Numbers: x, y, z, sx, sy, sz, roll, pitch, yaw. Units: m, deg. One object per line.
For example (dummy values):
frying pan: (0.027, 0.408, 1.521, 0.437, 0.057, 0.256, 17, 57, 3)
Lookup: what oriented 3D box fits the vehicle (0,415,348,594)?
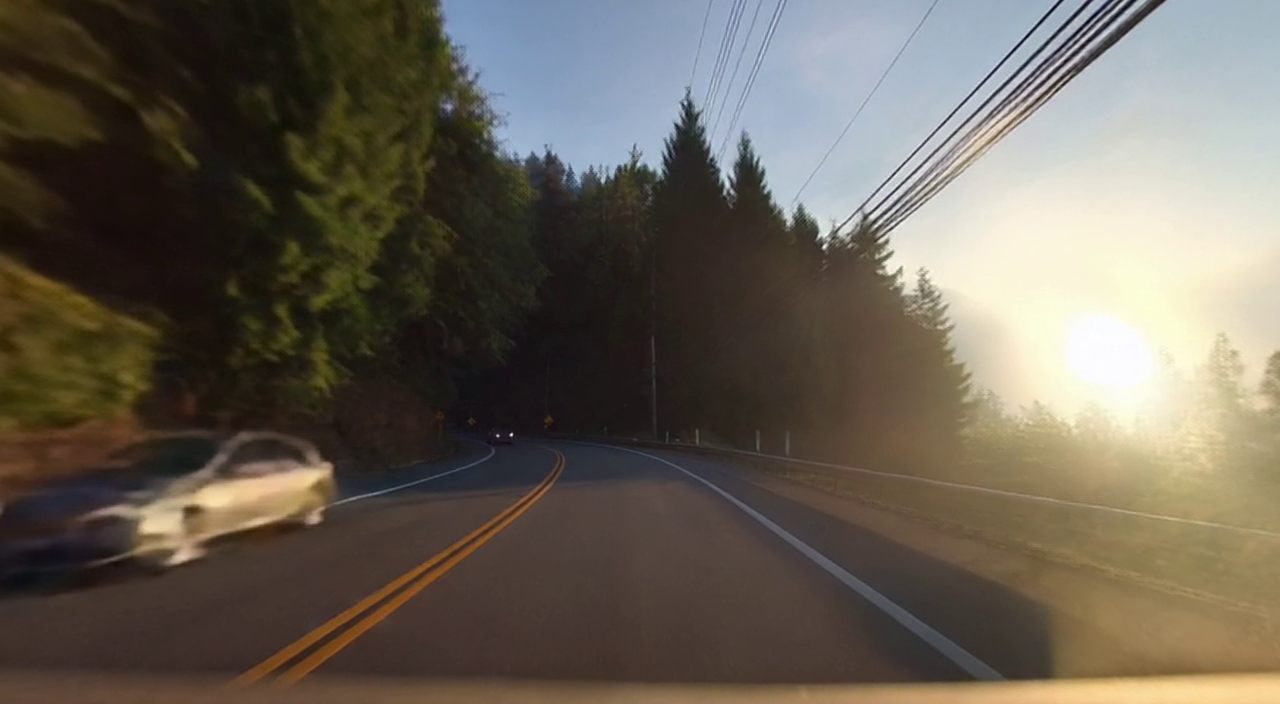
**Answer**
vehicle: (-5.422, 1.576, 7.419, 2.060, 1.466, 4.263, 0, -8, -2)
